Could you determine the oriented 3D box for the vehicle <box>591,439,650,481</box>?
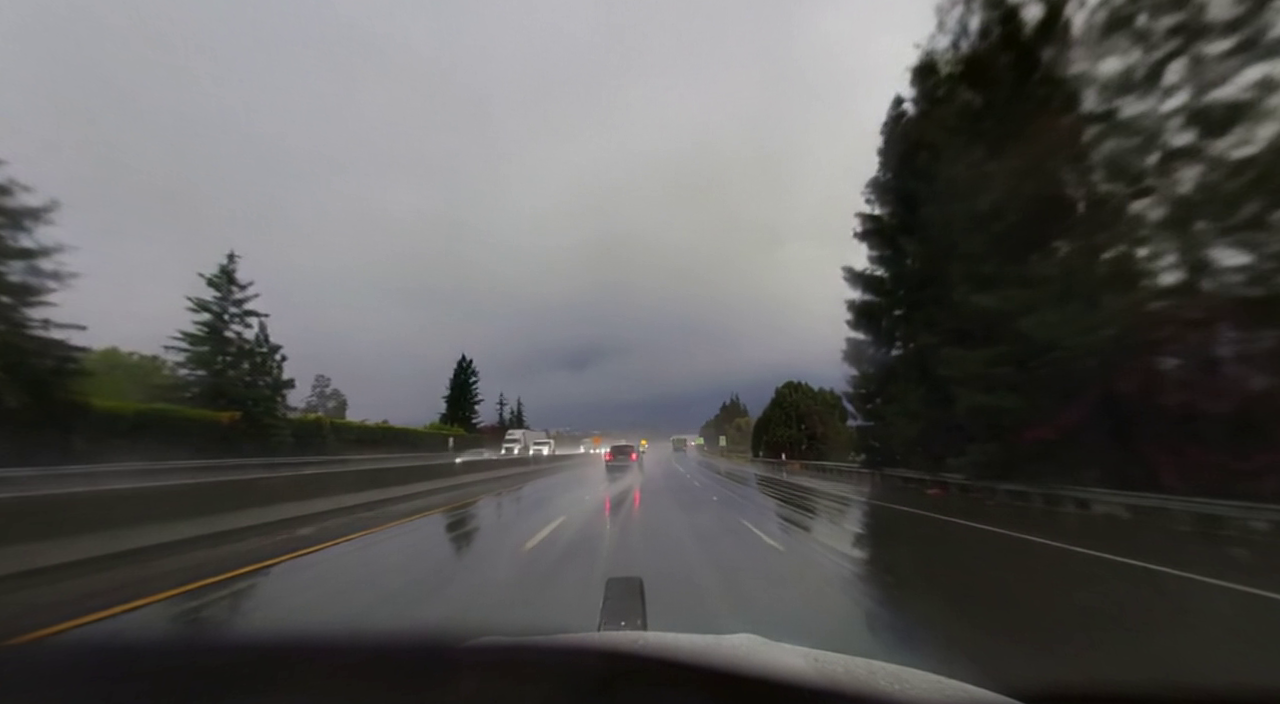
[{"bbox_3d":[-0.745,4.663,27.451,2.231,1.652,4.503,0,-9,2],"label":"vehicle"}]

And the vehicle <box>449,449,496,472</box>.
[{"bbox_3d":[-11.159,7.236,42.192,1.865,1.466,4.348,0,-9,1],"label":"vehicle"}]
